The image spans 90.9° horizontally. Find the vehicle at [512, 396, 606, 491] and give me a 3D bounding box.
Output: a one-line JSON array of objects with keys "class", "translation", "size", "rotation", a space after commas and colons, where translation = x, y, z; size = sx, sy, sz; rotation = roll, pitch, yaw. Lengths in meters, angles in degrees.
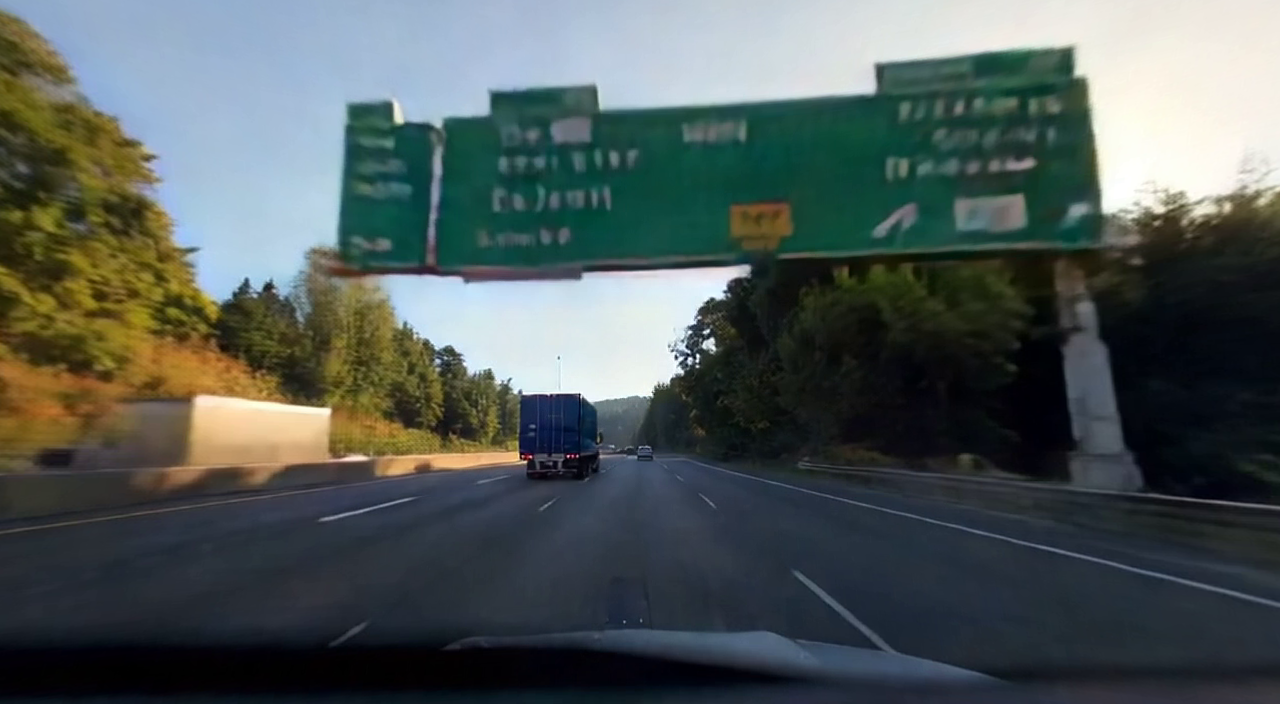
[{"class": "vehicle", "translation": [-2.906, 3.584, 24.660], "size": [2.695, 3.151, 6.885], "rotation": [0, -9, 0]}]
